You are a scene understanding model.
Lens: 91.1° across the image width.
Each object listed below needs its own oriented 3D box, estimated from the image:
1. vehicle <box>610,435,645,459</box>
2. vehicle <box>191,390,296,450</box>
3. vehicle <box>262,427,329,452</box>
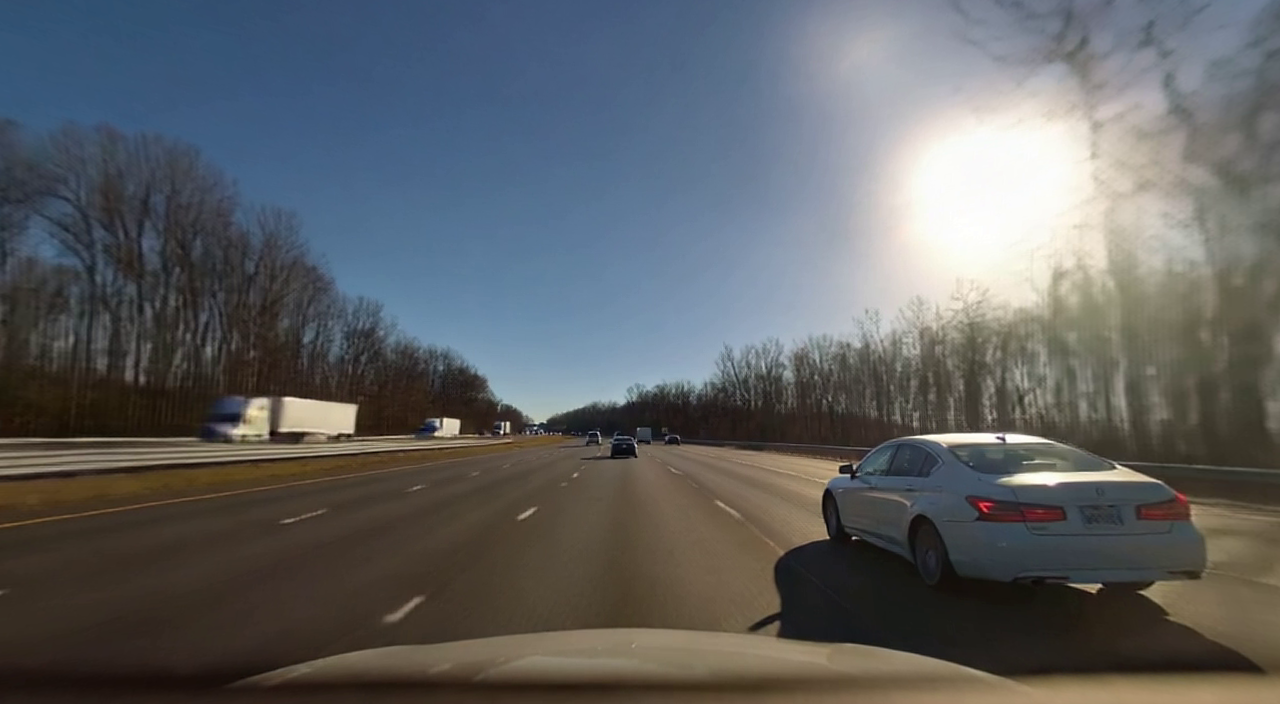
[{"bbox_3d":[-0.822,6.041,40.210,2.121,1.445,4.187,0,-8,-2],"label":"vehicle"},{"bbox_3d":[-26.257,4.613,42.023,3.178,3.670,6.015,0,-8,-3],"label":"vehicle"},{"bbox_3d":[-22.389,5.707,41.049,1.910,1.478,4.502,0,-8,-1],"label":"vehicle"}]
